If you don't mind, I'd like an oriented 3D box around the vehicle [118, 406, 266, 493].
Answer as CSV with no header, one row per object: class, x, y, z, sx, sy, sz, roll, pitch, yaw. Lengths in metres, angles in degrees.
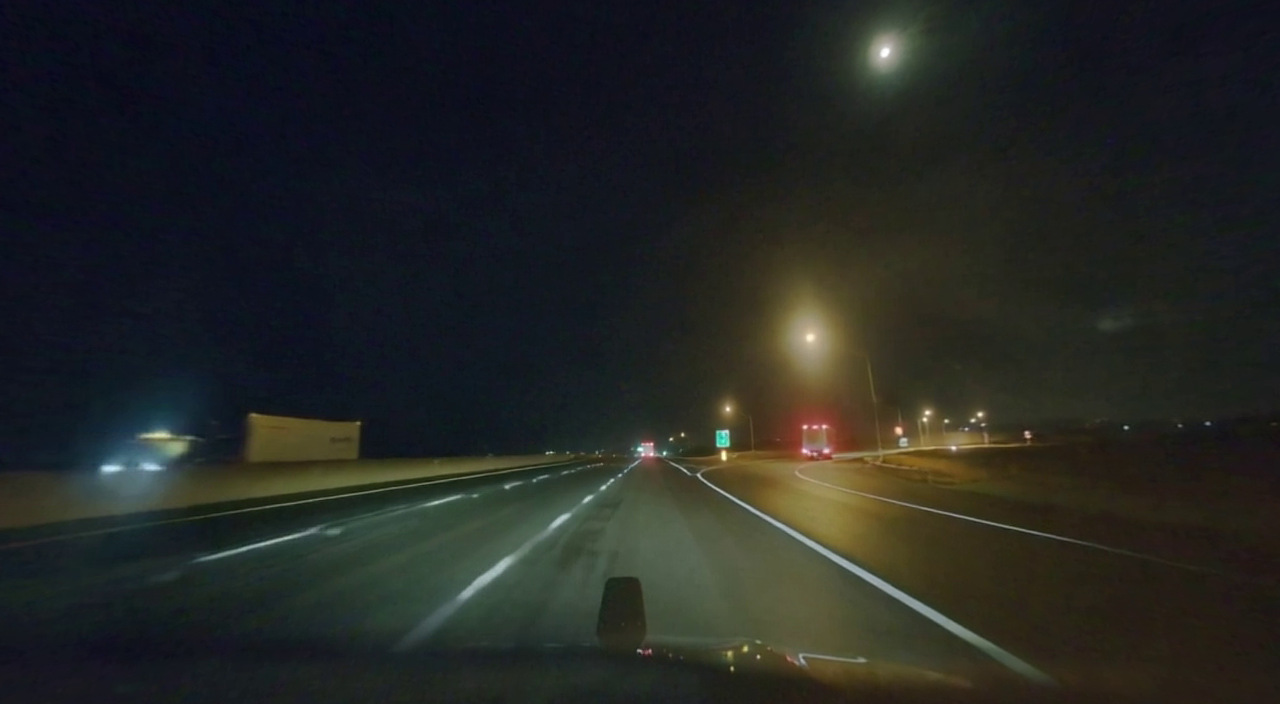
vehicle,-22.787,5.019,32.577,2.994,4.039,5.976,0,-9,1
